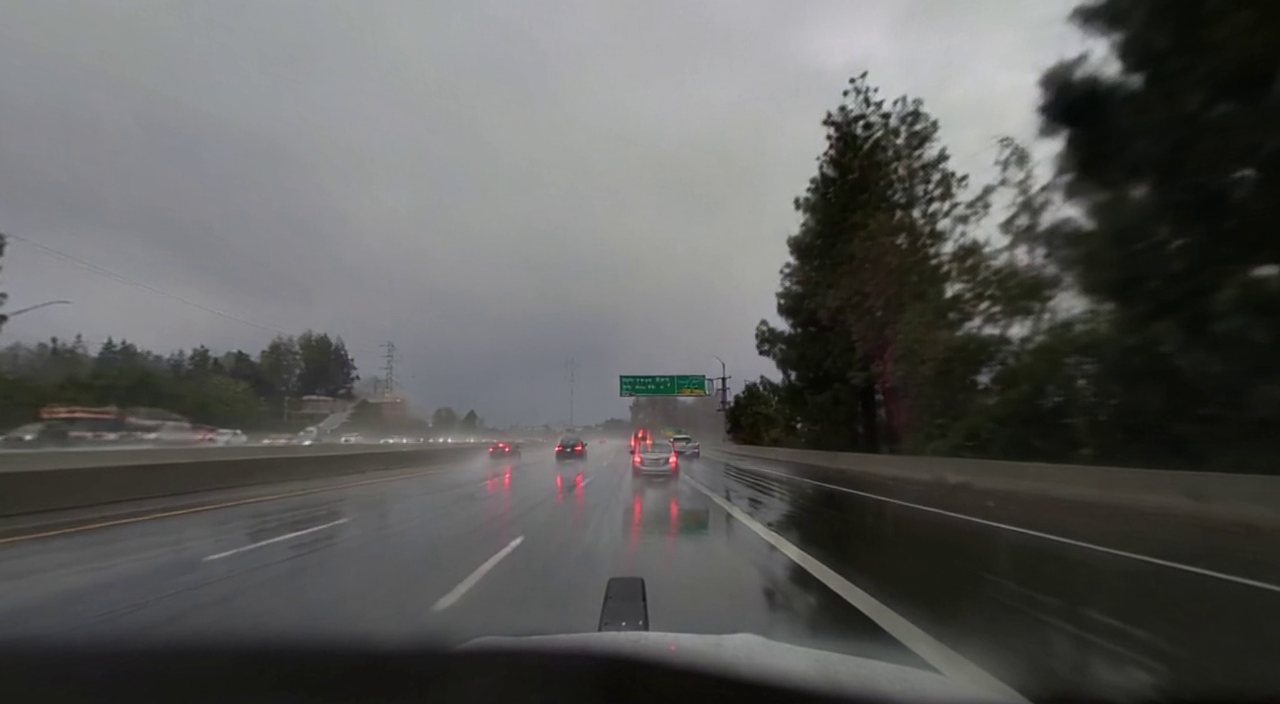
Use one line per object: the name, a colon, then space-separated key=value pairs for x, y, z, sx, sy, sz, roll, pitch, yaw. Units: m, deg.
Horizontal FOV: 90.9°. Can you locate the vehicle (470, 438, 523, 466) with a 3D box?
vehicle: x=-7.975 y=5.612 z=35.549 sx=1.974 sy=1.464 sz=4.733 roll=0 pitch=-8 yaw=-1

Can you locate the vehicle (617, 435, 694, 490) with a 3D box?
vehicle: x=0.380 y=3.283 z=19.169 sx=2.082 sy=1.482 sz=4.126 roll=0 pitch=-8 yaw=-2

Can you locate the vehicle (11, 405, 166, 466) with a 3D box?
vehicle: x=-36.270 y=5.613 z=42.134 sx=2.841 sy=3.656 sz=8.721 roll=1 pitch=-8 yaw=-4

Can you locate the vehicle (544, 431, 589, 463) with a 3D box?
vehicle: x=-4.296 y=5.678 z=37.646 sx=2.289 sy=1.777 sz=4.534 roll=0 pitch=-8 yaw=-2

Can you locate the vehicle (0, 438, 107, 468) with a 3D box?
vehicle: x=-32.390 y=5.579 z=35.036 sx=1.923 sy=1.514 sz=4.299 roll=1 pitch=-8 yaw=-3
